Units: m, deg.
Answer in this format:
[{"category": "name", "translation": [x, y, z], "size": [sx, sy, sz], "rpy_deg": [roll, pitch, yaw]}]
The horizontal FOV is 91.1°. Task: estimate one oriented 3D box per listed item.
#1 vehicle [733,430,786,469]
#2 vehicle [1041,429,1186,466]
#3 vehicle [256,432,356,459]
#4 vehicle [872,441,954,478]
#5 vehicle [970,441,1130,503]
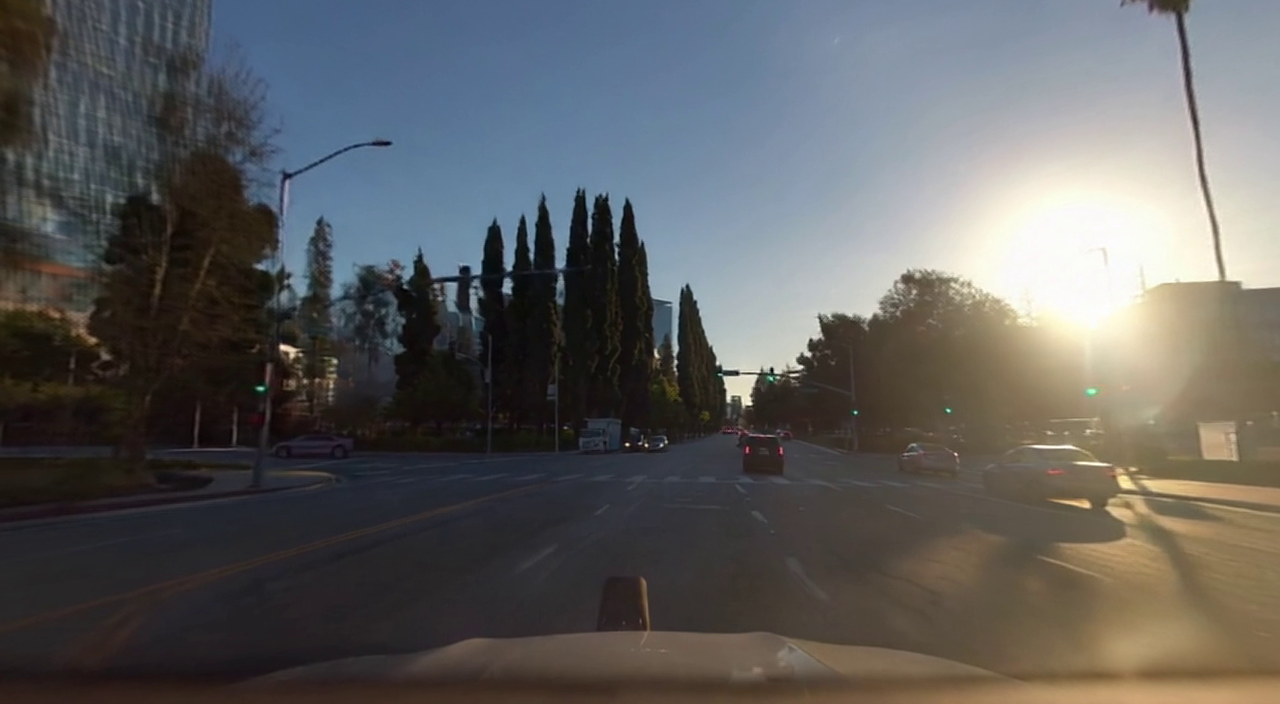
[{"category": "vehicle", "translation": [5.977, 4.943, 31.906], "size": [2.203, 1.801, 4.331], "rpy_deg": [0, -8, 5]}, {"category": "vehicle", "translation": [27.105, 5.512, 36.161], "size": [6.170, 1.978, 2.399], "rpy_deg": [0, -10, 5]}, {"category": "vehicle", "translation": [-19.838, 5.558, 37.431], "size": [4.856, 1.528, 2.053], "rpy_deg": [0, -9, 6]}, {"category": "vehicle", "translation": [11.834, 4.653, 27.534], "size": [1.860, 1.460, 4.379], "rpy_deg": [0, -8, 4]}, {"category": "vehicle", "translation": [11.198, 3.270, 17.584], "size": [1.896, 1.463, 4.296], "rpy_deg": [0, -8, 5]}]
